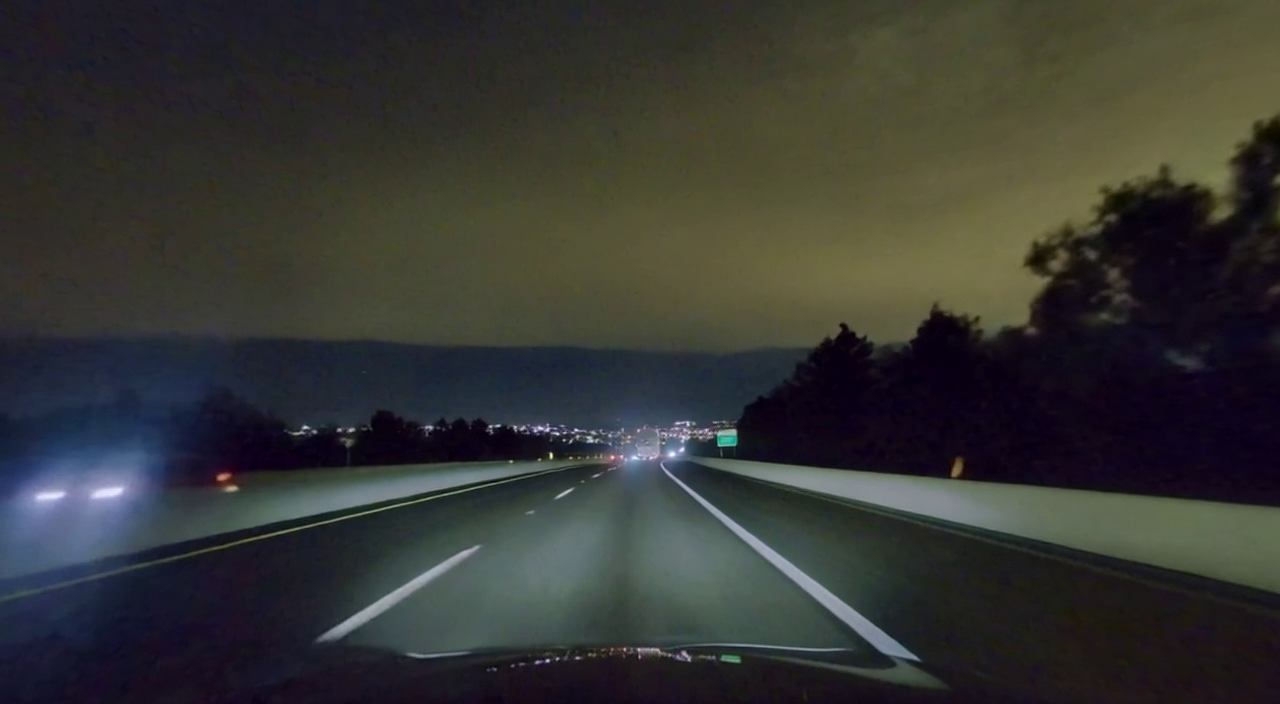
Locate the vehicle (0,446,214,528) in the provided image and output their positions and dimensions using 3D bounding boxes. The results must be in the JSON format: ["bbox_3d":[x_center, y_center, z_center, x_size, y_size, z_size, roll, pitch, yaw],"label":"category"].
[{"bbox_3d":[-16.675,4.140,20.102,2.377,2.202,5.348,0,-9,0],"label":"vehicle"}]
